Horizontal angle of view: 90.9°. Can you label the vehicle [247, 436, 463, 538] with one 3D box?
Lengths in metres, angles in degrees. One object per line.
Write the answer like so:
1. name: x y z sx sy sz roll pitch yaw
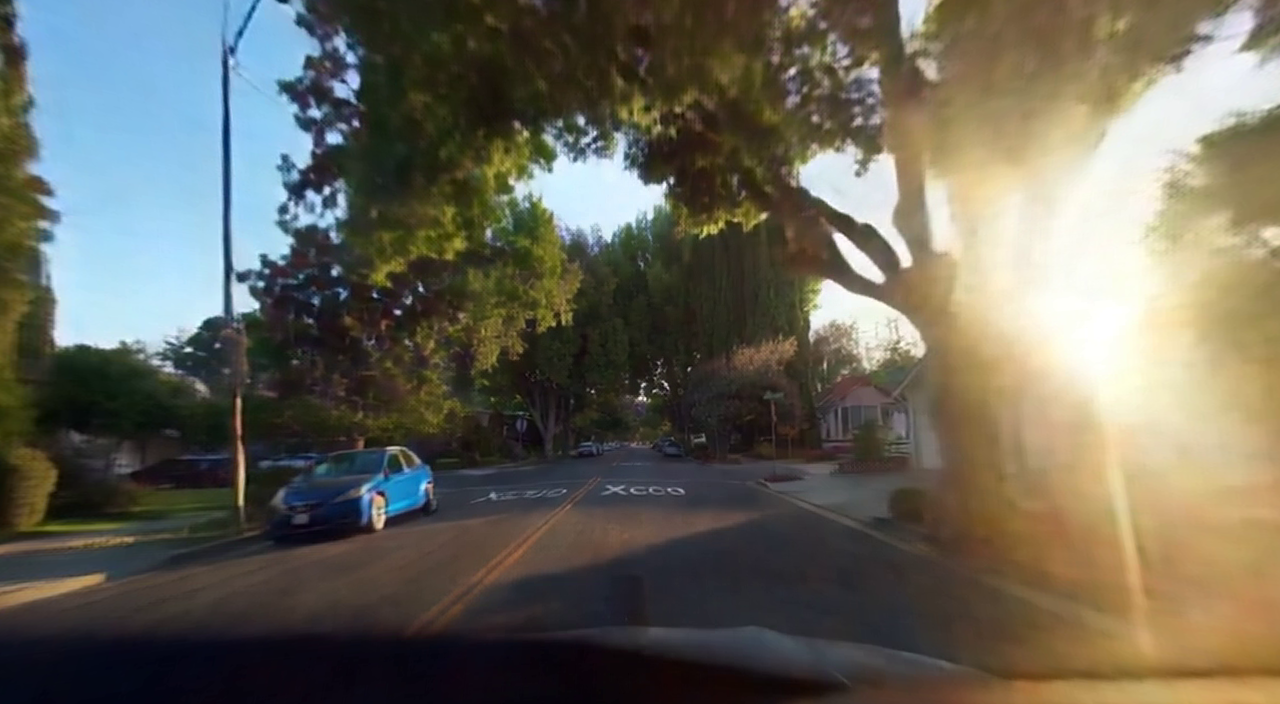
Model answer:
1. vehicle: -5.096 2.441 12.148 2.038 1.571 4.524 0 -8 0
